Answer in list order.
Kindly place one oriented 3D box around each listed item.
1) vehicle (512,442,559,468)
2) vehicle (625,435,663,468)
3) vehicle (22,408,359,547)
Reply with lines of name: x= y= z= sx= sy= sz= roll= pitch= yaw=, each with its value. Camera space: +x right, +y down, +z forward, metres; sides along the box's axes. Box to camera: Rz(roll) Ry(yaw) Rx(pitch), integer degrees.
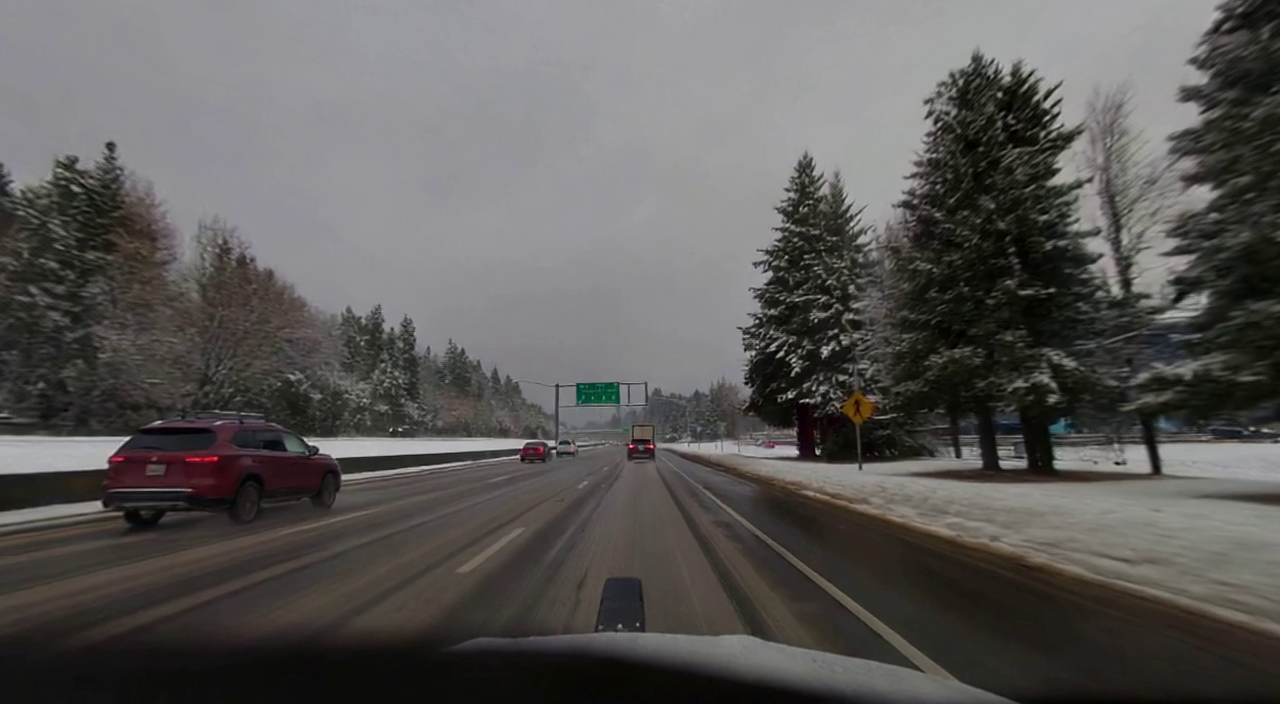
vehicle: x=-6.417 y=6.363 z=39.149 sx=2.074 sy=1.495 sz=4.643 roll=0 pitch=-9 yaw=1
vehicle: x=0.224 y=6.123 z=38.947 sx=2.245 sy=1.863 sz=4.801 roll=0 pitch=-9 yaw=0
vehicle: x=-7.136 y=2.052 z=10.973 sx=2.146 sy=1.834 sz=4.999 roll=0 pitch=-9 yaw=0
